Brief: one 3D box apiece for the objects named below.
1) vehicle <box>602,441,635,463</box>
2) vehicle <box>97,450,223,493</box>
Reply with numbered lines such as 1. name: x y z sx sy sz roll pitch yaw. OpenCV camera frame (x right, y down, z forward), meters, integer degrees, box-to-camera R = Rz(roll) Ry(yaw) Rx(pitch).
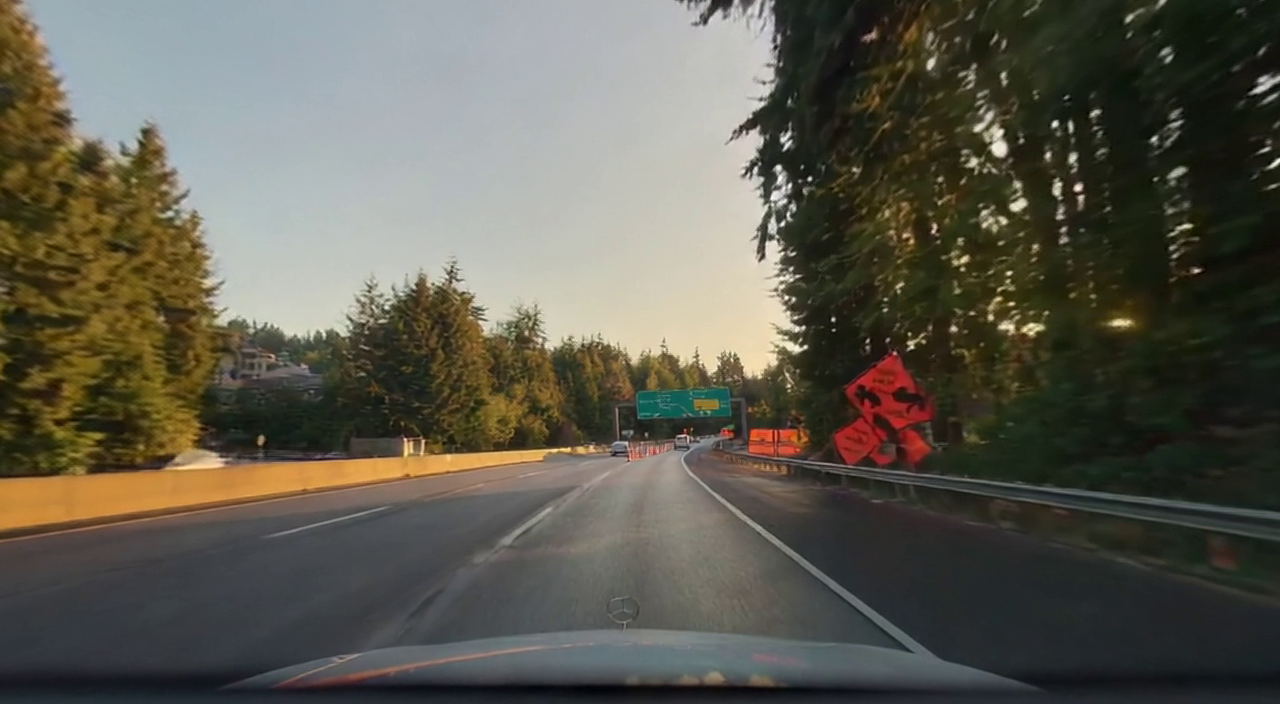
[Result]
1. vehicle: -1.453 7.103 44.933 2.118 1.475 4.263 0 -8 1
2. vehicle: -18.383 4.565 24.357 1.884 1.459 3.767 0 -8 0
